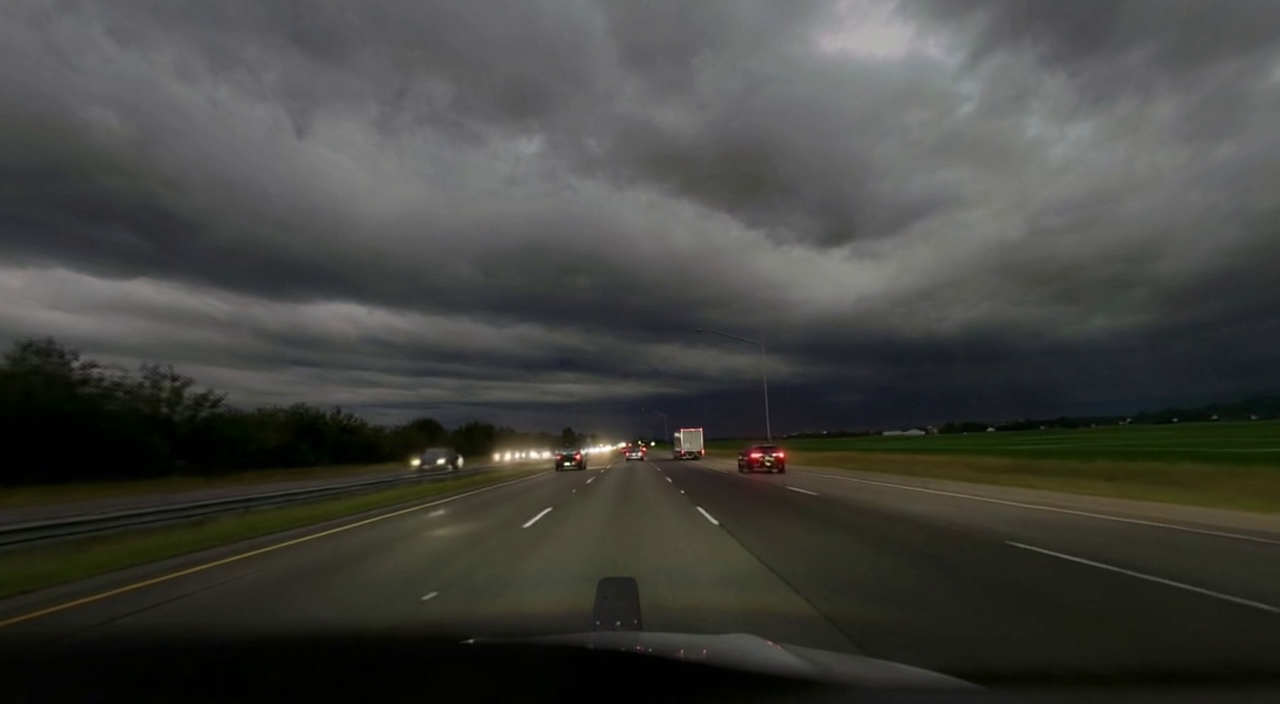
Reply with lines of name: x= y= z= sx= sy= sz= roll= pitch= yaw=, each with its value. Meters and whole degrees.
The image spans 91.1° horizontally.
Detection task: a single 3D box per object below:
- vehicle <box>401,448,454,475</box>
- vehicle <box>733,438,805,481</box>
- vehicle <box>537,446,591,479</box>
vehicle: x=-13.861 y=7.137 z=41.234 sx=1.965 sy=1.601 sz=4.189 roll=0 pitch=-9 yaw=0
vehicle: x=5.356 y=4.551 z=26.777 sx=2.069 sy=1.625 sz=4.832 roll=0 pitch=-9 yaw=0
vehicle: x=-3.755 y=5.555 z=31.930 sx=2.160 sy=1.530 sz=4.500 roll=0 pitch=-9 yaw=0
